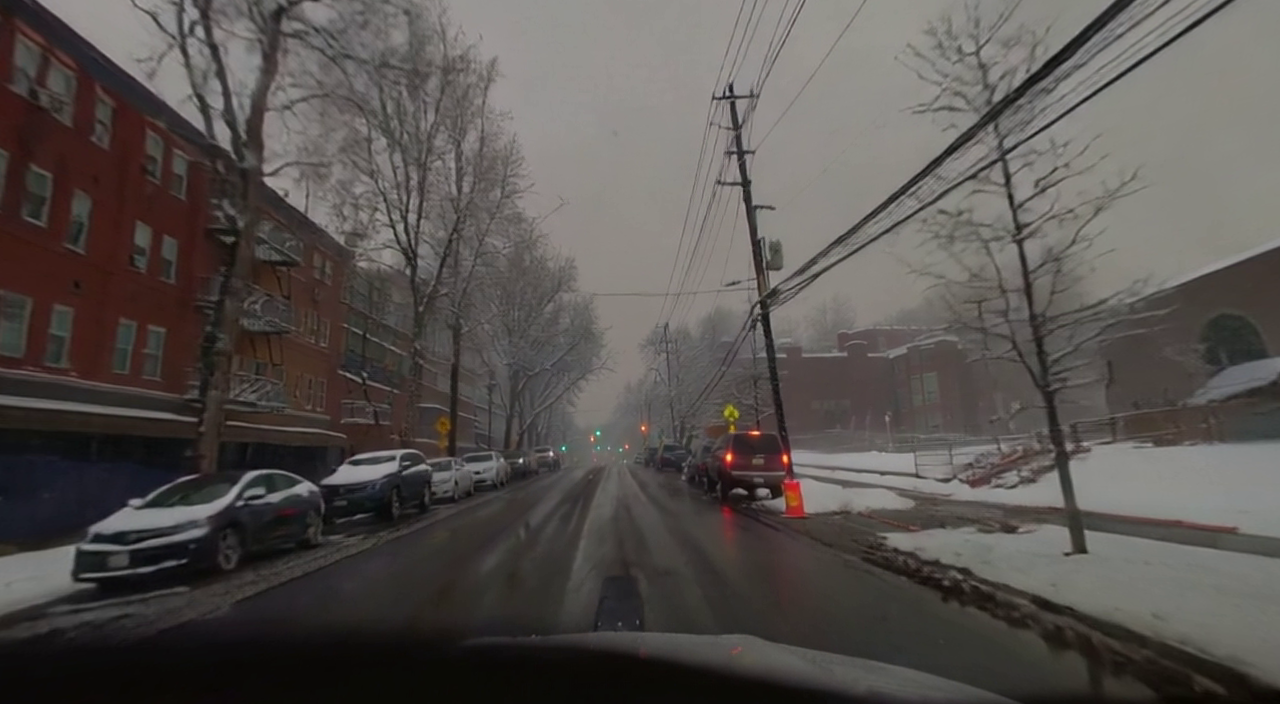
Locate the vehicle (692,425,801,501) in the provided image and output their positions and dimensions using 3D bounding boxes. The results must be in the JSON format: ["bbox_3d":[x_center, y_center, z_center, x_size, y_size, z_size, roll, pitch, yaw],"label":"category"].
[{"bbox_3d":[2.861,3.306,18.115,1.994,1.857,4.393,2,-14,-5],"label":"vehicle"}]

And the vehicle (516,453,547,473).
[{"bbox_3d":[-8.357,8.573,48.886,1.968,1.450,4.271,0,-9,-4],"label":"vehicle"}]

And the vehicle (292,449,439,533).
[{"bbox_3d":[-6.372,3.210,15.250,1.996,1.695,4.127,1,-9,-6],"label":"vehicle"}]

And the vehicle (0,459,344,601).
[{"bbox_3d":[-6.169,2.390,9.063,1.967,1.483,4.347,1,-12,-4],"label":"vehicle"}]
